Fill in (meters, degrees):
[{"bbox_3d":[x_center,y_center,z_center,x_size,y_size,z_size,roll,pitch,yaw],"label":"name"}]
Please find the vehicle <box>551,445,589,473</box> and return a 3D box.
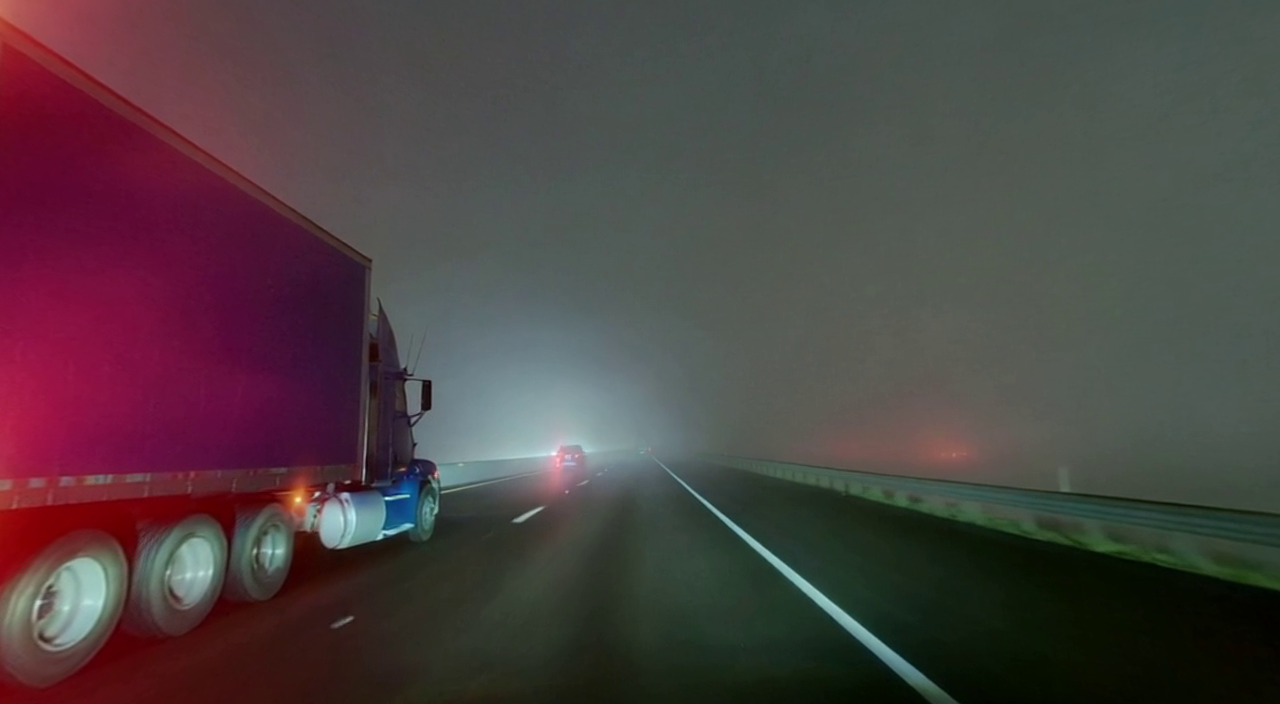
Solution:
[{"bbox_3d":[-4.146,6.370,37.838,1.880,1.569,3.714,0,-9,-1],"label":"vehicle"}]
